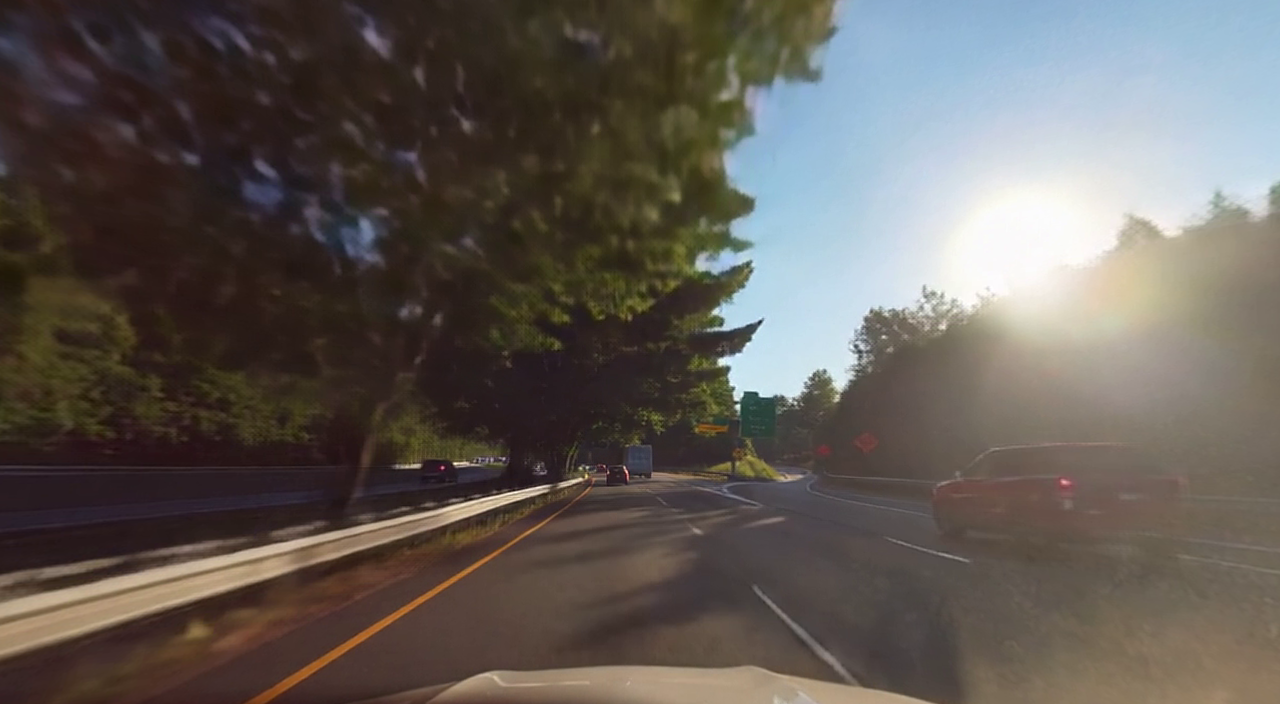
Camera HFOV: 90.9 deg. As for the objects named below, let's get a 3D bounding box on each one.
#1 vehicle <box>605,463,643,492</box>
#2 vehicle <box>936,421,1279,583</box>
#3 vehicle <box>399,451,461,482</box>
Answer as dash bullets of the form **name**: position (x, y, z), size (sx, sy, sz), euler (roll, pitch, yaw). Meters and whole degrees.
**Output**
- **vehicle**: position (-0.926, 6.988, 35.160), size (1.987, 1.467, 3.903), euler (1, -10, -2)
- **vehicle**: position (6.534, 2.105, 9.437), size (1.998, 1.776, 4.663), euler (1, -10, 1)
- **vehicle**: position (-11.905, 6.550, 36.076), size (1.952, 1.618, 4.859), euler (1, -10, -1)
